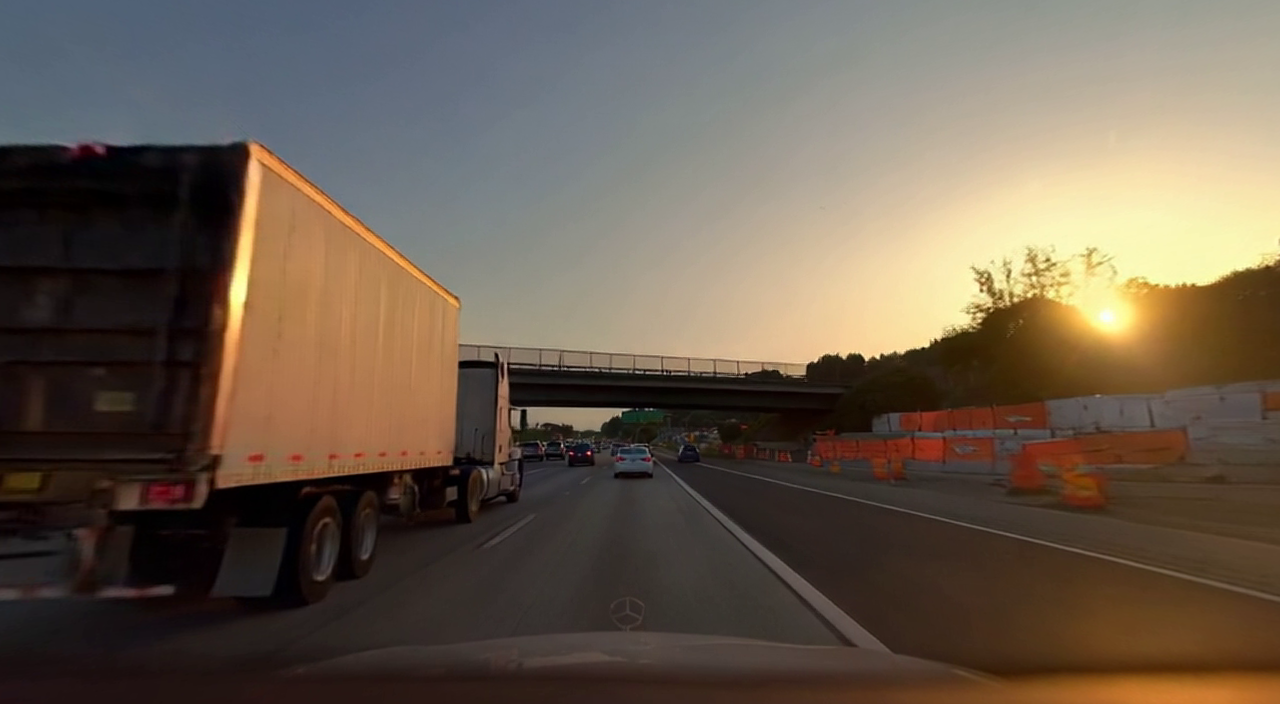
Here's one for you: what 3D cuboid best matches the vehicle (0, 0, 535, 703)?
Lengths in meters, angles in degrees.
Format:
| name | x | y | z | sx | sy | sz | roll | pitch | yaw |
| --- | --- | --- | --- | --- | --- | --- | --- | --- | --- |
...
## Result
| name | x | y | z | sx | sy | sz | roll | pitch | yaw |
| --- | --- | --- | --- | --- | --- | --- | --- | --- | --- |
| vehicle | -3.704 | 0.764 | 7.099 | 3.075 | 3.276 | 11.073 | 0 | -8 | 0 |

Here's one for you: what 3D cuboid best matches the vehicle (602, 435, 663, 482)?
| name | x | y | z | sx | sy | sz | roll | pitch | yaw |
| --- | --- | --- | --- | --- | --- | --- | --- | --- | --- |
| vehicle | -0.274 | 4.246 | 25.370 | 2.270 | 1.696 | 4.061 | 0 | -8 | 0 |

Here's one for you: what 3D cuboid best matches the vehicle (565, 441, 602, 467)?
| name | x | y | z | sx | sy | sz | roll | pitch | yaw |
| --- | --- | --- | --- | --- | --- | --- | --- | --- | --- |
| vehicle | -3.860 | 7.071 | 43.876 | 2.124 | 1.639 | 4.344 | 0 | -8 | 1 |

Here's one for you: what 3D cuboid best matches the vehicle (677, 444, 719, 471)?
| name | x | y | z | sx | sy | sz | roll | pitch | yaw |
| --- | --- | --- | --- | --- | --- | --- | --- | --- | --- |
| vehicle | 3.322 | 6.096 | 36.752 | 2.003 | 1.465 | 4.092 | 0 | -8 | -1 |
